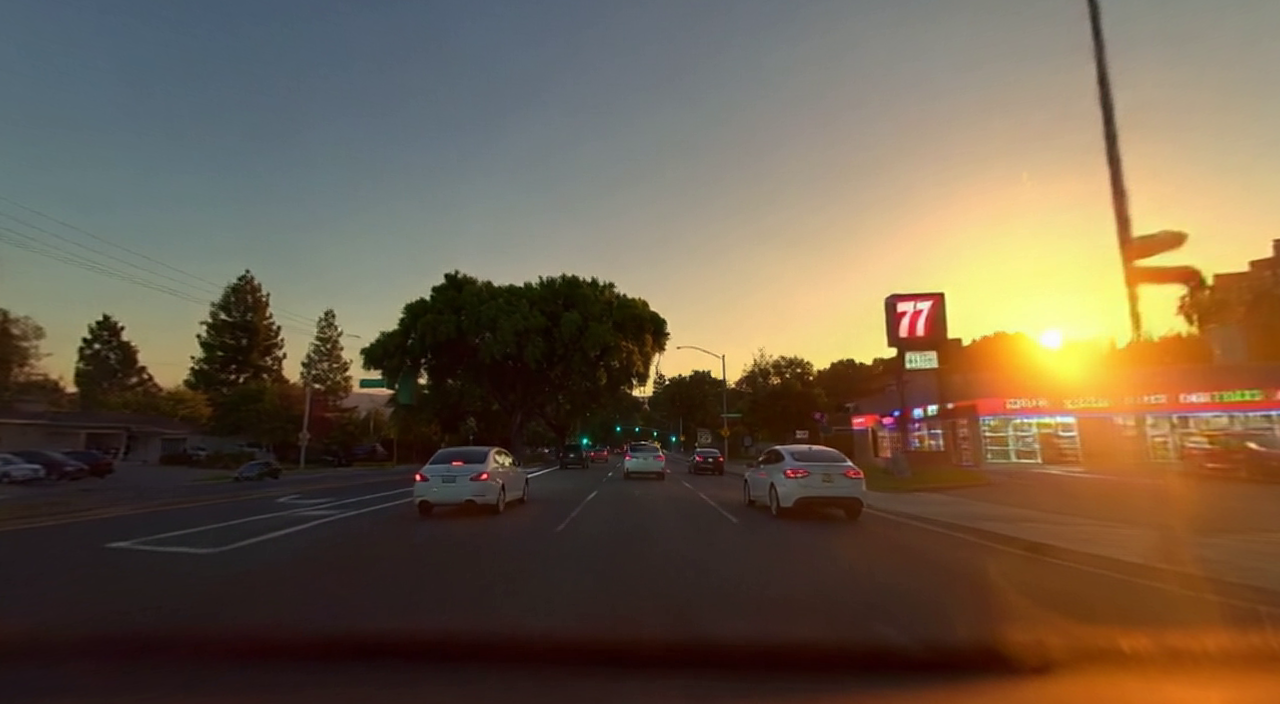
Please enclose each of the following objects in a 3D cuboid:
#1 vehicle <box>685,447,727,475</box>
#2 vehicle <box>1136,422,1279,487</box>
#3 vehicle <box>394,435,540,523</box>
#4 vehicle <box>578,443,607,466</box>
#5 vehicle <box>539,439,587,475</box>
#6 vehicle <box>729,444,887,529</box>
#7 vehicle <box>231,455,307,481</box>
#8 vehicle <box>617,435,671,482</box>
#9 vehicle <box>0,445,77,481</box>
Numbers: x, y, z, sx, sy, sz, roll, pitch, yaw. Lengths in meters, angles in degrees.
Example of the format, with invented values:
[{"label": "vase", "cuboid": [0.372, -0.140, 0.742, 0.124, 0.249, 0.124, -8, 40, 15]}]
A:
[{"label": "vehicle", "cuboid": [3.672, 6.147, 35.837, 1.880, 1.476, 3.932, 0, -8, -1]}, {"label": "vehicle", "cuboid": [18.571, 3.237, 20.177, 1.905, 1.833, 4.347, 0, -8, 3]}, {"label": "vehicle", "cuboid": [-3.312, 2.498, 12.991, 1.864, 1.505, 4.202, 0, -8, -1]}, {"label": "vehicle", "cuboid": [-3.617, 7.869, 48.379, 1.871, 1.673, 3.920, 0, -8, 1]}, {"label": "vehicle", "cuboid": [-3.845, 5.350, 32.213, 1.932, 1.695, 4.235, 0, -8, 0]}, {"label": "vehicle", "cuboid": [3.288, 2.710, 13.430, 1.977, 1.480, 4.589, 0, -8, -2]}, {"label": "vehicle", "cuboid": [-22.508, 7.040, 38.453, 1.827, 1.441, 4.660, 0, -8, 0]}, {"label": "vehicle", "cuboid": [0.119, 4.587, 27.442, 2.164, 1.867, 4.254, 0, -8, -1]}, {"label": "vehicle", "cuboid": [-30.077, 5.304, 30.200, 4.123, 1.648, 2.053, 0, -8, 1]}]
